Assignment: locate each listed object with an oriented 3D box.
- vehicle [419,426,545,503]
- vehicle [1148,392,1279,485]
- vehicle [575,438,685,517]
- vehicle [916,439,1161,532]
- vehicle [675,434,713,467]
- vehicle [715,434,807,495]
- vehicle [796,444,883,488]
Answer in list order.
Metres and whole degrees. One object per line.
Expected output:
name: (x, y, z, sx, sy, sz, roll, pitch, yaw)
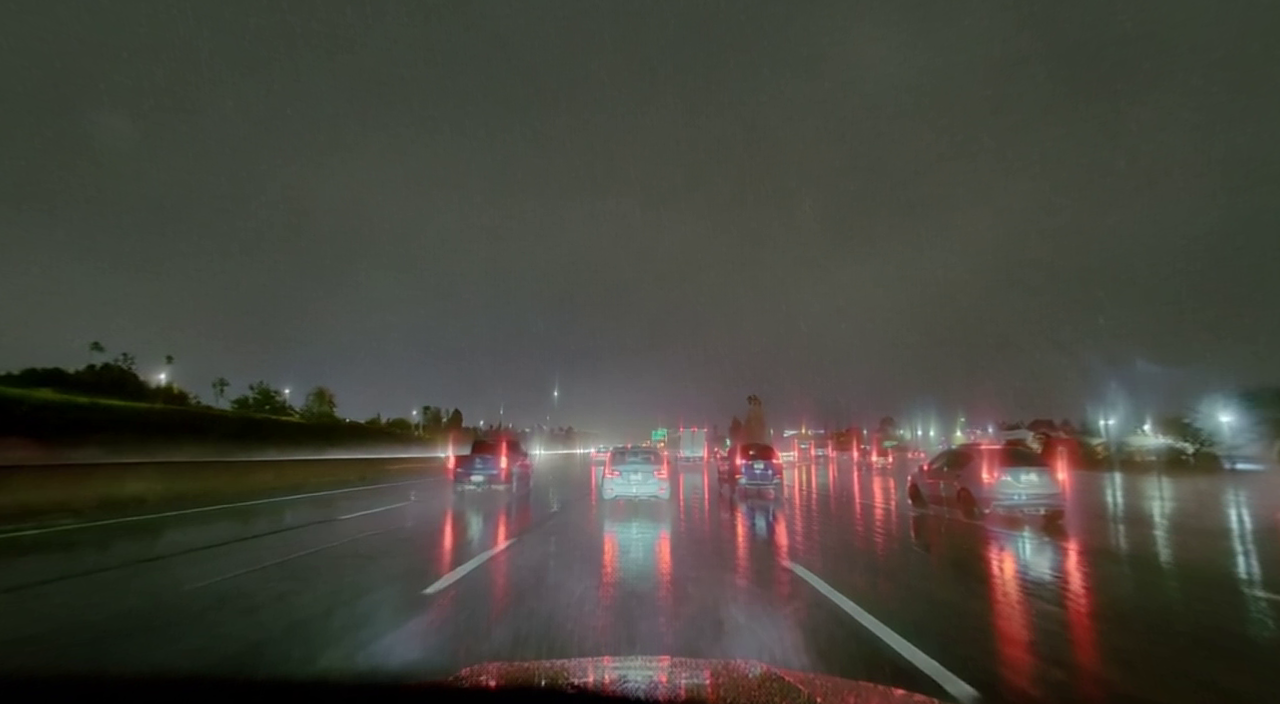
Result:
vehicle: (-3.965, 2.925, 16.750, 2.079, 1.741, 4.436, 0, -9, 2)
vehicle: (29.239, 4.051, 29.294, 2.957, 4.007, 8.656, 0, -9, -8)
vehicle: (-0.165, 2.759, 14.327, 2.132, 1.499, 4.038, 0, -9, 1)
vehicle: (7.615, 2.560, 12.736, 2.021, 1.505, 4.480, 0, -9, 0)
vehicle: (4.039, 7.516, 48.100, 2.440, 2.313, 5.266, 0, -9, 0)
vehicle: (3.593, 3.444, 19.534, 2.053, 1.666, 4.106, 0, -9, 0)
vehicle: (7.390, 4.263, 23.808, 1.942, 1.482, 4.250, 0, -9, 0)
